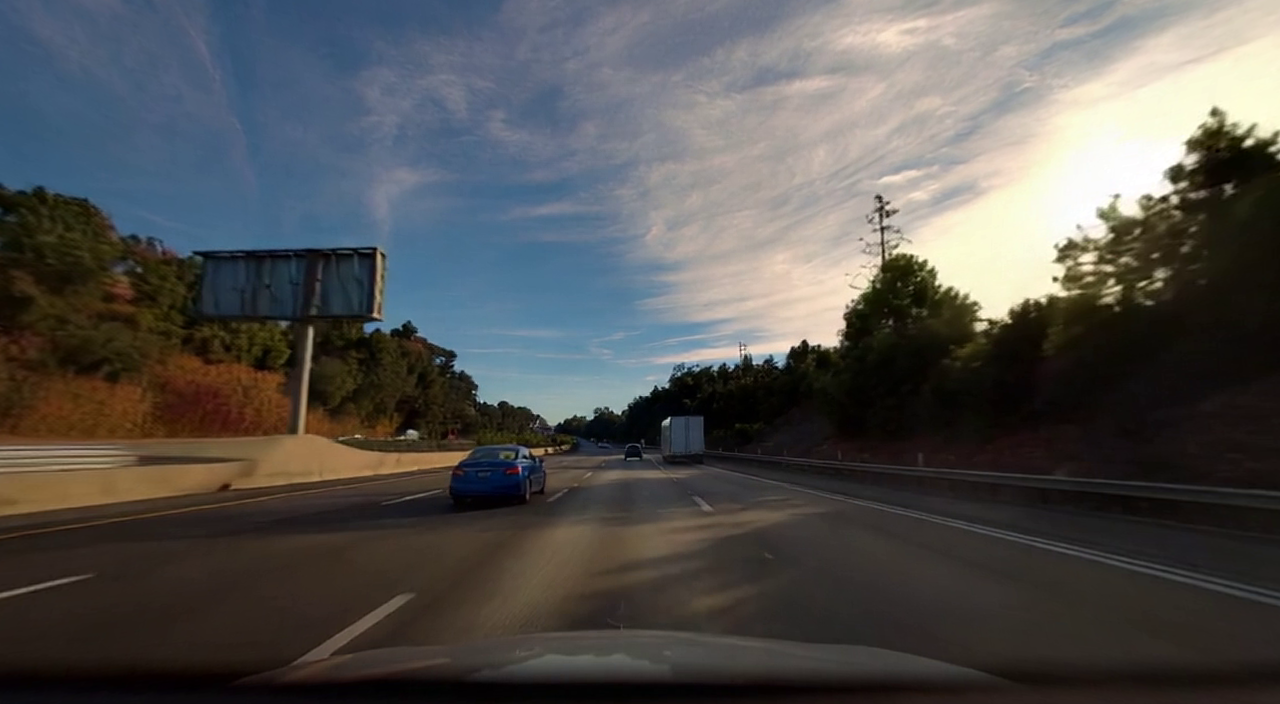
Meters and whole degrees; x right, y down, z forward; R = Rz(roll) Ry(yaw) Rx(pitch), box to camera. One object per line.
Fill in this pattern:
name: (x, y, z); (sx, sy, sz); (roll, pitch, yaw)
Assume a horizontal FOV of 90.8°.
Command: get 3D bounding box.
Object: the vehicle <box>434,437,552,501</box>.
vehicle: (-3.770, 3.096, 17.090); (2.090, 1.487, 4.276); (0, -9, 1)
